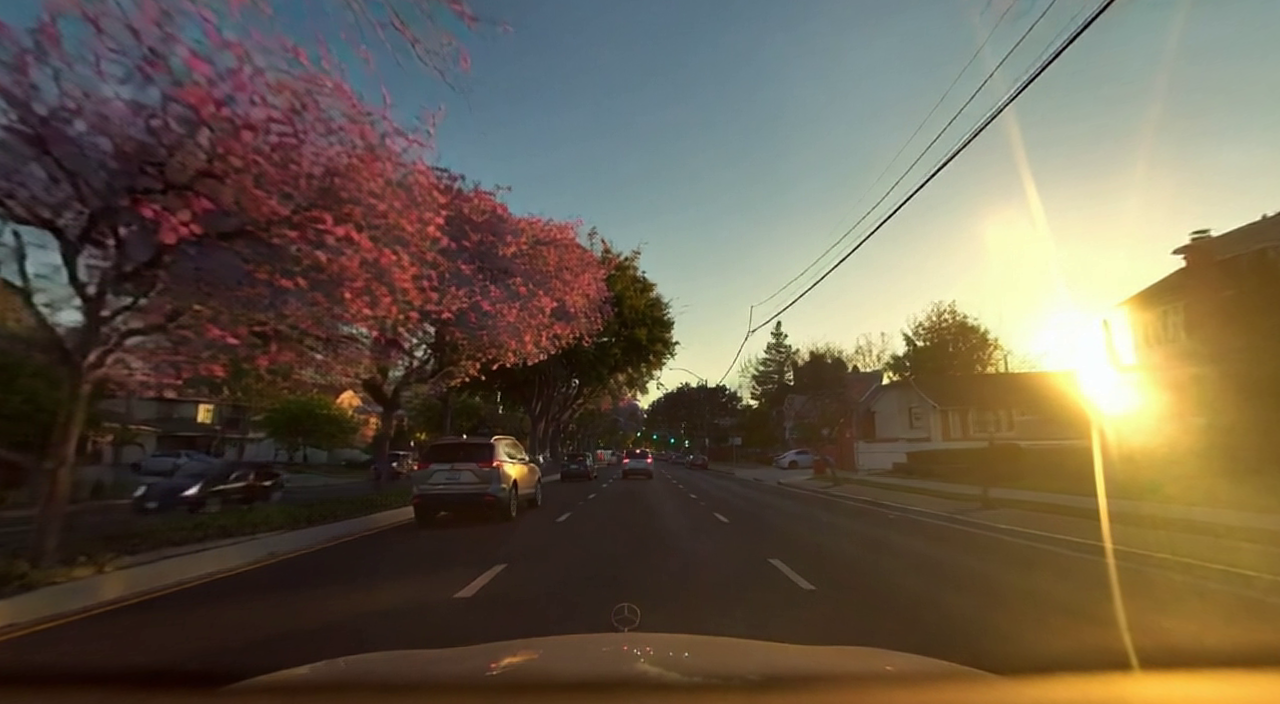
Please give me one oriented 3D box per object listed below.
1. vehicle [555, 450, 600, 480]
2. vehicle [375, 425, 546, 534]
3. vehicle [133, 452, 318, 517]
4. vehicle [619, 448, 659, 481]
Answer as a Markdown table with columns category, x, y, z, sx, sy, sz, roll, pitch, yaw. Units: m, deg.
| category | x | y | z | sx | sy | sz | roll | pitch | yaw |
| --- | --- | --- | --- | --- | --- | --- | --- | --- | --- |
| vehicle | -3.487 | 6.349 | 35.821 | 2.066 | 1.565 | 3.905 | 0 | -8 | 2 |
| vehicle | -3.585 | 2.634 | 13.778 | 2.161 | 1.919 | 4.798 | 0 | -8 | 2 |
| vehicle | -11.056 | 3.525 | 17.370 | 1.963 | 1.476 | 4.593 | 0 | -8 | 0 |
| vehicle | -0.042 | 5.910 | 33.497 | 1.997 | 1.636 | 3.760 | 0 | -8 | 1 |
